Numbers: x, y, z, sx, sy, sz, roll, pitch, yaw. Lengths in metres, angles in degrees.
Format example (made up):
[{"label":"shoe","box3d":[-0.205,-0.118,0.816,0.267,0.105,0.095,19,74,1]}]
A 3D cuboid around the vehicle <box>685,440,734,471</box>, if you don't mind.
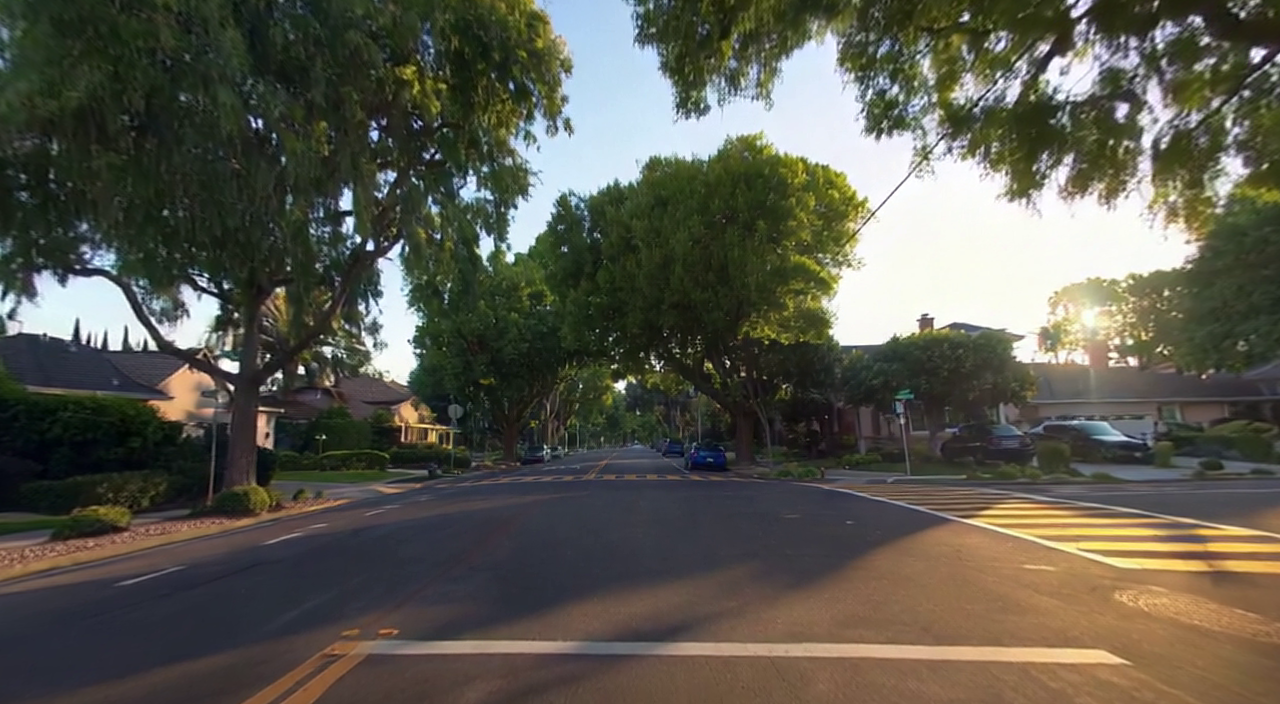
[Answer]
[{"label":"vehicle","box3d":[3.583,5.427,33.384,1.961,1.472,4.434,0,-8,-2]}]
